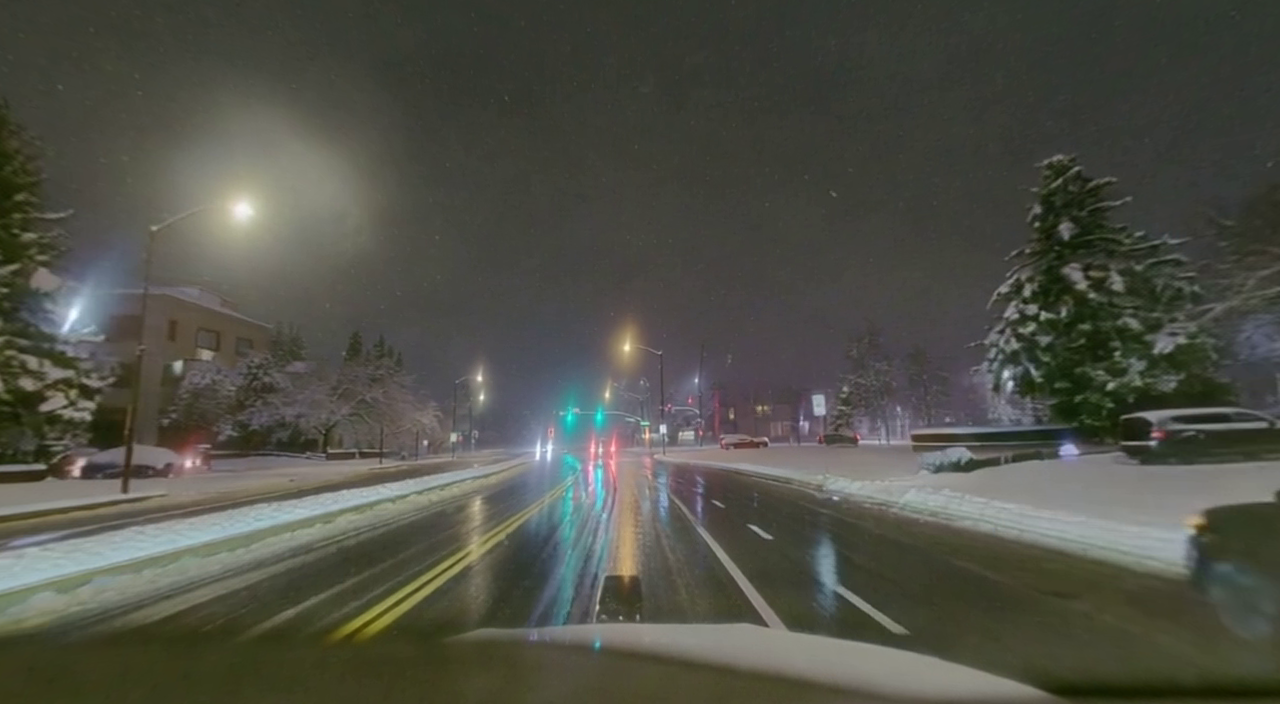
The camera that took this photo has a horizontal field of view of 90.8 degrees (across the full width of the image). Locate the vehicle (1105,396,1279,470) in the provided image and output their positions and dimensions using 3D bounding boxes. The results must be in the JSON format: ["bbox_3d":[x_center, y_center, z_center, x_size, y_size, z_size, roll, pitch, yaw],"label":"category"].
[{"bbox_3d":[14.534,2.119,16.436,1.858,1.681,3.860,0,-8,0],"label":"vehicle"}]

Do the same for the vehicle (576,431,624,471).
[{"bbox_3d":[-2.017,4.952,31.859,2.230,1.827,4.298,0,-8,-4],"label":"vehicle"}]

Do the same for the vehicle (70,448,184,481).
[{"bbox_3d":[-26.260,5.755,32.611,1.876,1.503,4.910,0,-8,-1],"label":"vehicle"}]
